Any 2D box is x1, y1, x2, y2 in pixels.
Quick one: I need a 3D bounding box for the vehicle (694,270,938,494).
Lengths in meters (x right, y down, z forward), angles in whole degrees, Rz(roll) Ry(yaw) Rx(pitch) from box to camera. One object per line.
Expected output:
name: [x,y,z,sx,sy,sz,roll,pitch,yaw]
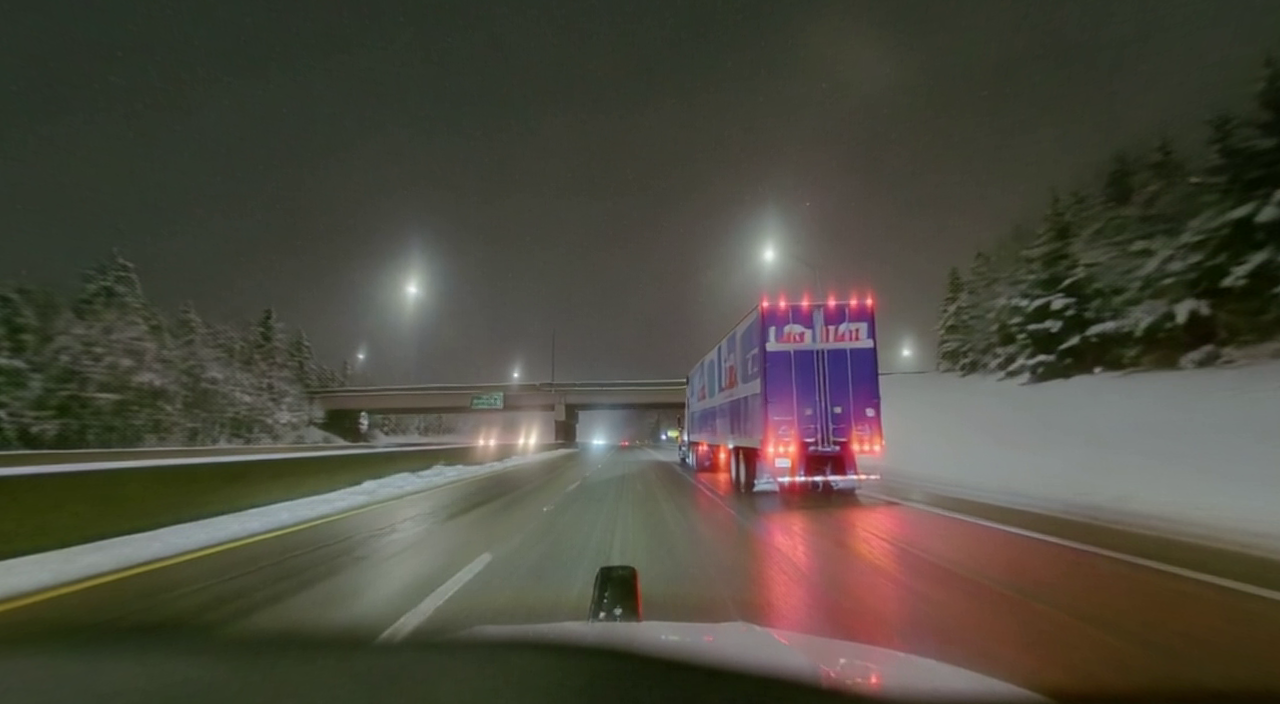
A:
vehicle: [3.869,1.498,19.046,3.034,4.194,14.704,0,-8,0]
